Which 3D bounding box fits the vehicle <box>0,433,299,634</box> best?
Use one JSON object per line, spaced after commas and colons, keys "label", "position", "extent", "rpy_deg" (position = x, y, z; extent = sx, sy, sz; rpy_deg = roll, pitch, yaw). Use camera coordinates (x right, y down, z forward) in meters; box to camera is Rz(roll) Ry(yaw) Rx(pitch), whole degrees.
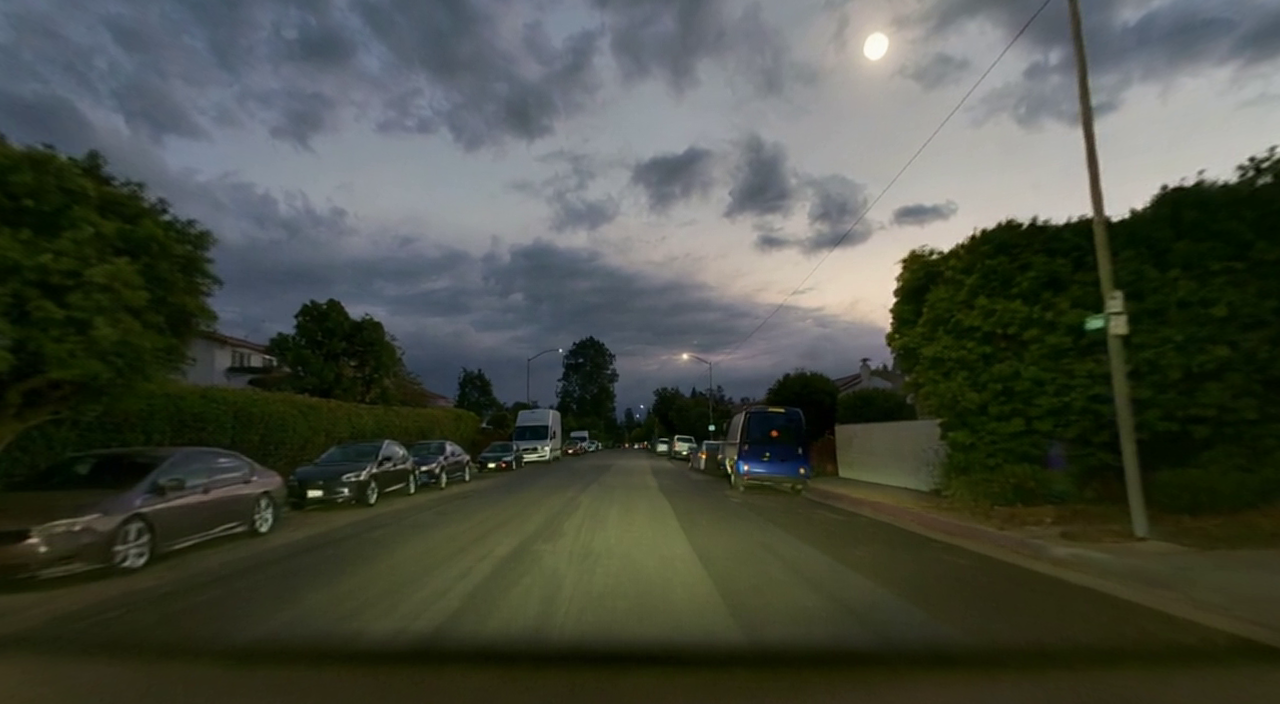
{"label": "vehicle", "position": [-6.292, 1.861, 7.632], "extent": [1.901, 1.472, 4.676], "rpy_deg": [-2, -5, -2]}

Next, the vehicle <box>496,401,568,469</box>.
{"label": "vehicle", "position": [-6.281, 4.980, 37.943], "extent": [2.896, 3.648, 8.004], "rpy_deg": [0, -8, 0]}

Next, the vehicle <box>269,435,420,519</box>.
{"label": "vehicle", "position": [-6.279, 2.632, 13.837], "extent": [1.758, 1.519, 3.396], "rpy_deg": [-2, -7, -2]}

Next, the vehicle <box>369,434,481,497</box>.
{"label": "vehicle", "position": [-6.193, 3.300, 18.754], "extent": [1.818, 1.563, 4.483], "rpy_deg": [-2, -8, 0]}

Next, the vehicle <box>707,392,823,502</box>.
{"label": "vehicle", "position": [3.233, 2.550, 17.347], "extent": [2.215, 2.542, 4.550], "rpy_deg": [-1, -7, 0]}

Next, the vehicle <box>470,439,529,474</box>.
{"label": "vehicle", "position": [-6.414, 4.791, 29.176], "extent": [1.921, 1.470, 4.068], "rpy_deg": [0, -8, -1]}

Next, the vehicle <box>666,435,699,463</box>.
{"label": "vehicle", "position": [2.942, 6.795, 44.406], "extent": [1.965, 1.855, 4.677], "rpy_deg": [0, -8, -1]}
